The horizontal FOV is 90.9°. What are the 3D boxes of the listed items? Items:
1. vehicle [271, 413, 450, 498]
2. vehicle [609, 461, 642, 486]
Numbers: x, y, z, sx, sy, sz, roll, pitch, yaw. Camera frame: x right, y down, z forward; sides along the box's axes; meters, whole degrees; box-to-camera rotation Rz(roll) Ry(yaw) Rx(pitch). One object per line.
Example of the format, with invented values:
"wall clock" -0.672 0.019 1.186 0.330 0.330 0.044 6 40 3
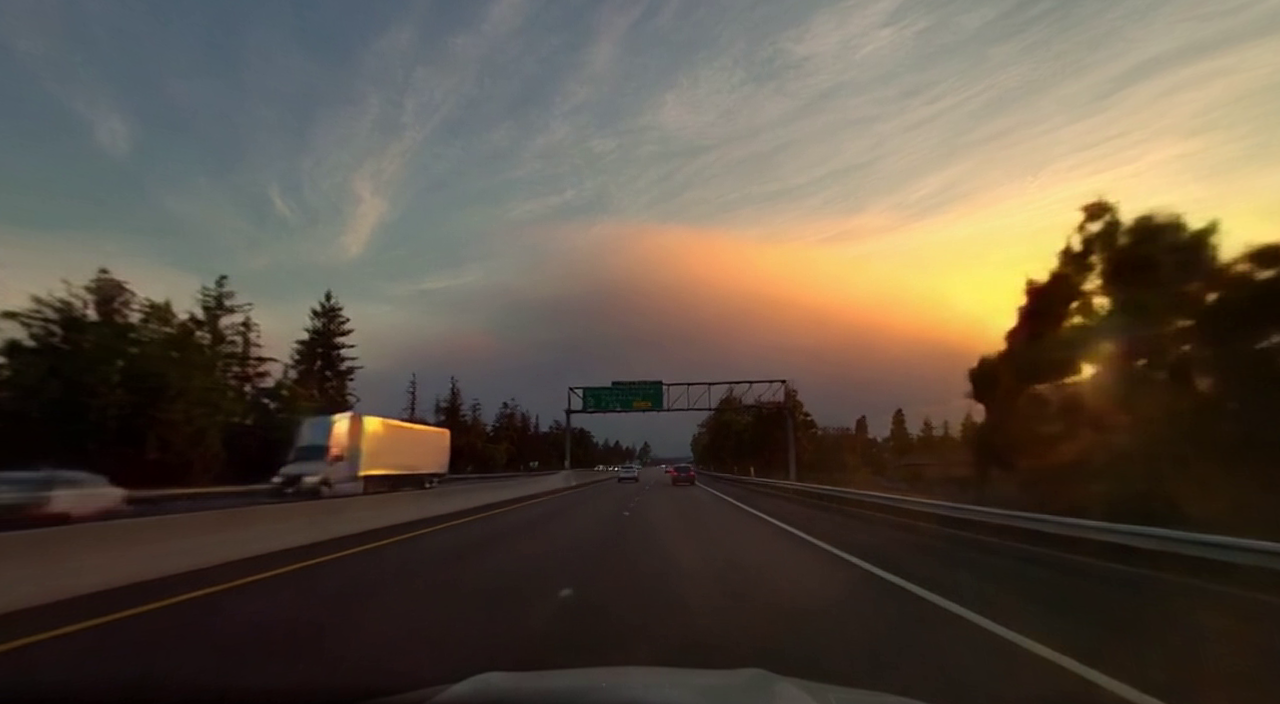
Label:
"vehicle" -15.177 6.162 36.679 2.896 3.861 14.932 0 -11 3
"vehicle" -1.023 9.225 47.845 2.160 1.721 4.368 0 -10 3
